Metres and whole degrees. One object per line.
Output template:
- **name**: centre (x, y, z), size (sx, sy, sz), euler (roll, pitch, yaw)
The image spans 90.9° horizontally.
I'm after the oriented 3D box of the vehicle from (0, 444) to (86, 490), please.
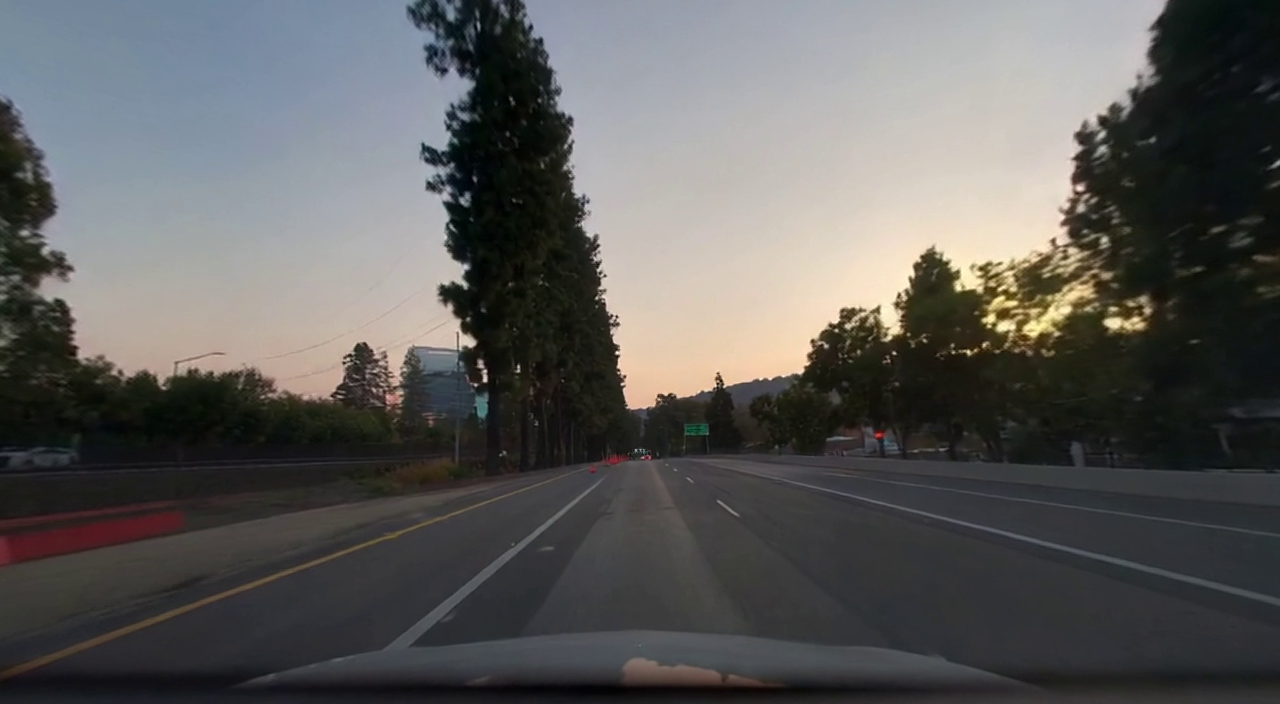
- **vehicle**: centre (-34.701, 6.258, 34.256), size (2.624, 2.241, 7.387), euler (-1, -6, -1)
